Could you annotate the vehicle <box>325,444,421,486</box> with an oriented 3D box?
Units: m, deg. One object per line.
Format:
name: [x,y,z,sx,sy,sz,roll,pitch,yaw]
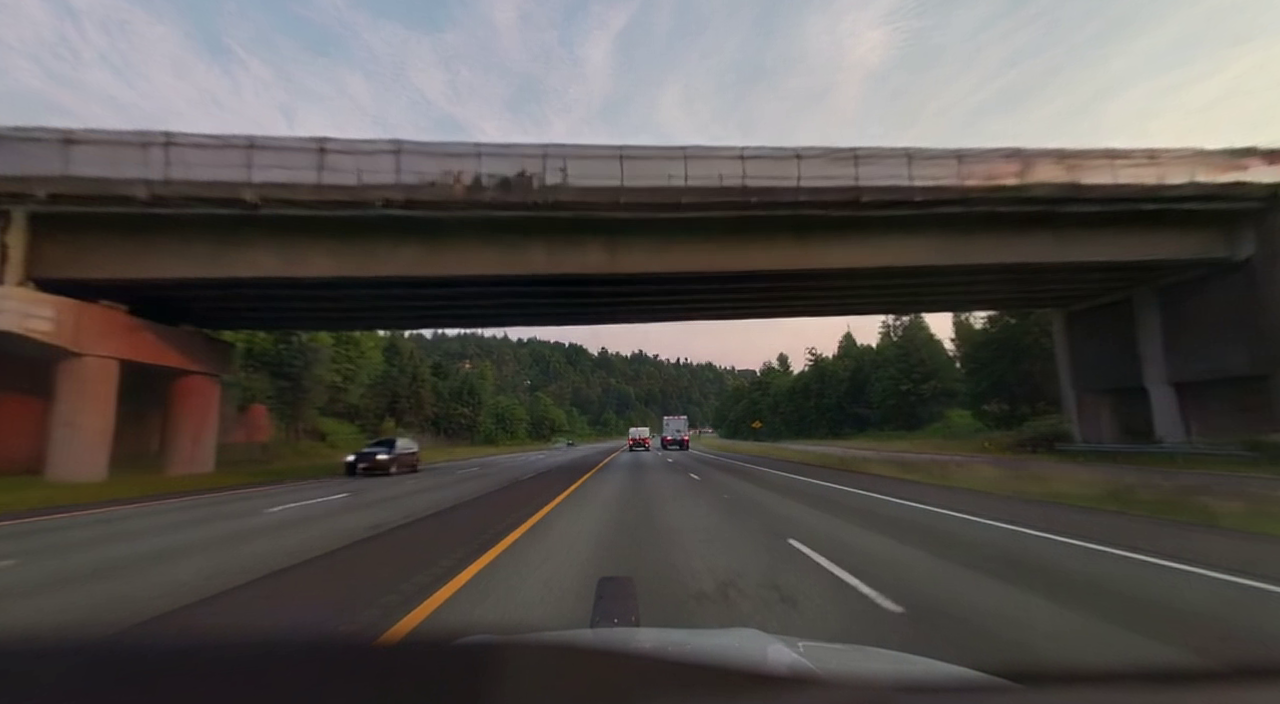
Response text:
vehicle: [-10.698,4.534,25.621,2.053,1.488,4.311,-1,-8,0]
